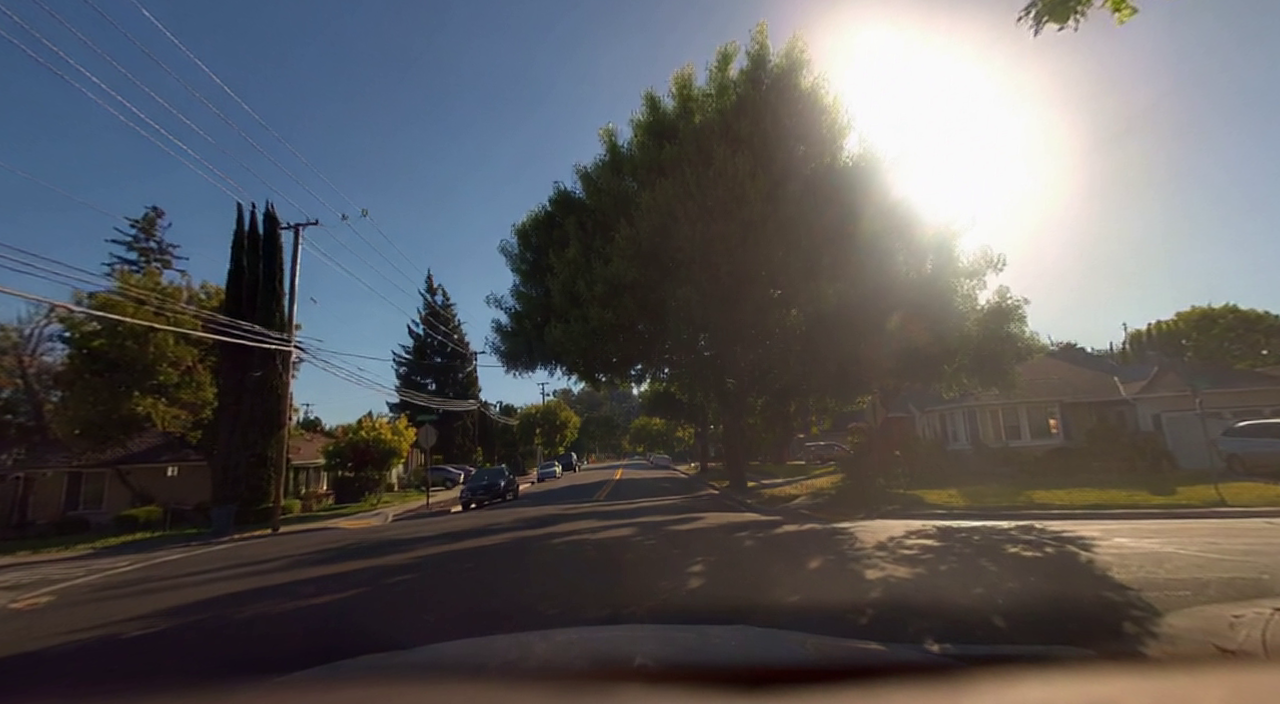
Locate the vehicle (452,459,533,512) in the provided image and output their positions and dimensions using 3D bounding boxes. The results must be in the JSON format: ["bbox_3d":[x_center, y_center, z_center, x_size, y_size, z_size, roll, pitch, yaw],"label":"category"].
[{"bbox_3d":[-6.200,5.627,27.068,2.149,1.823,4.613,-6,-10,1],"label":"vehicle"}]

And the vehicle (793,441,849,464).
[{"bbox_3d":[12.433,6.926,43.518,3.563,1.551,1.916,-2,-8,12],"label":"vehicle"}]

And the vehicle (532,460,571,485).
[{"bbox_3d":[-6.558,8.933,46.976,2.133,1.525,4.401,-4,-9,0],"label":"vehicle"}]

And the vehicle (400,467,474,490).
[{"bbox_3d":[-14.200,8.859,44.211,4.601,1.486,1.876,-2,-8,12],"label":"vehicle"}]
